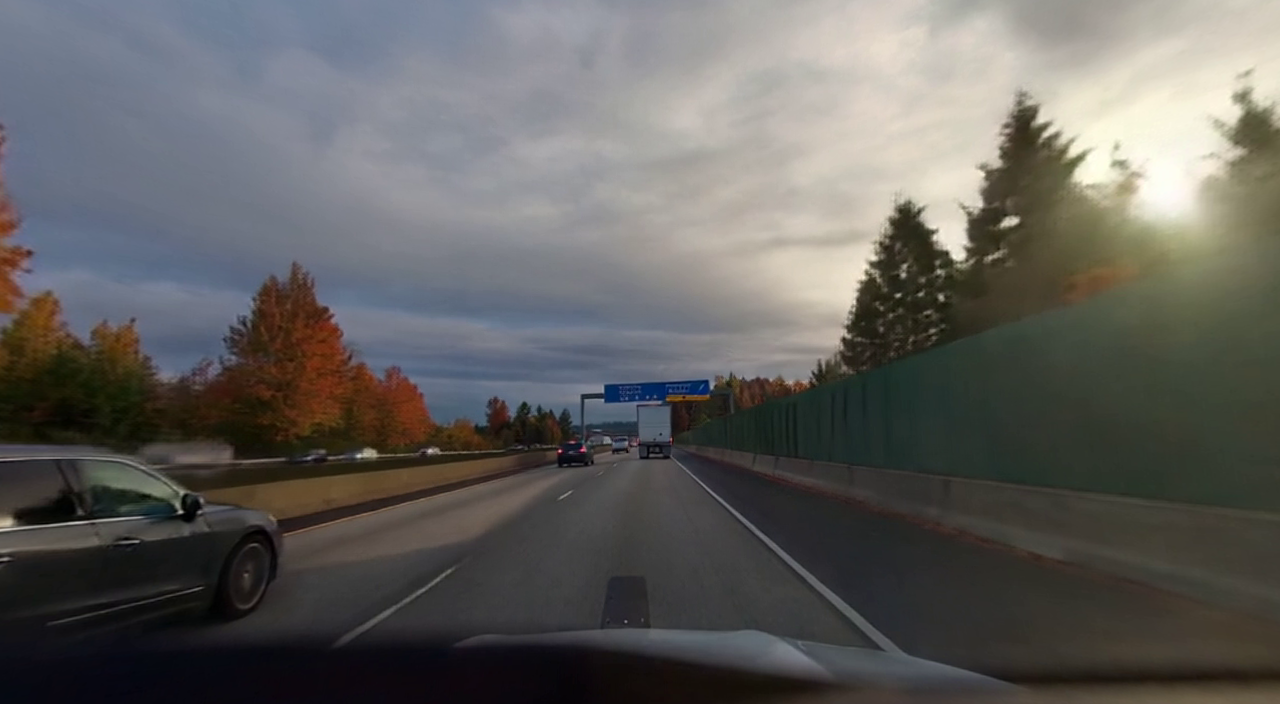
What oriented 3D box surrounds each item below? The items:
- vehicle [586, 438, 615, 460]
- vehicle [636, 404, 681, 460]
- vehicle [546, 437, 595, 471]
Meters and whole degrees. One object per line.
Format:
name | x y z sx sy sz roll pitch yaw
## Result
vehicle | -2.976 7.424 48.427 1.962 1.575 4.158 0 -8 0
vehicle | 1.309 6.014 46.771 2.933 3.701 10.425 0 -8 1
vehicle | -3.321 4.957 30.900 1.927 1.556 3.921 0 -8 1
